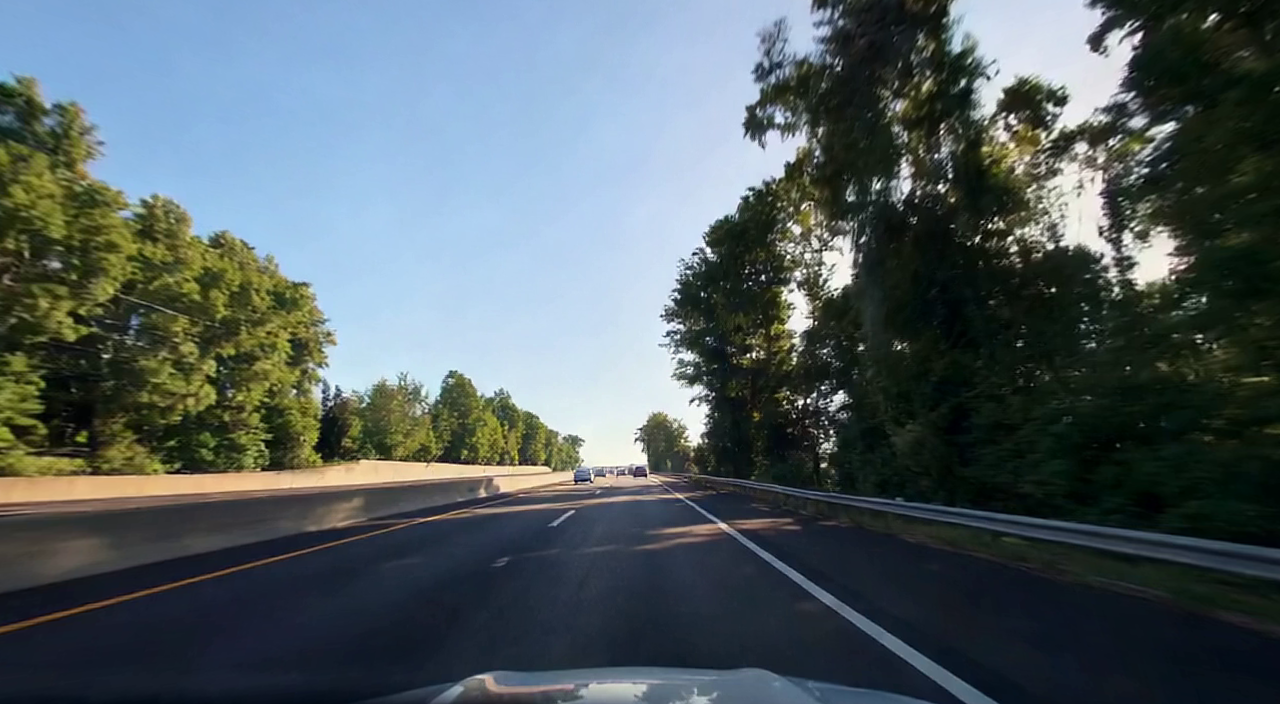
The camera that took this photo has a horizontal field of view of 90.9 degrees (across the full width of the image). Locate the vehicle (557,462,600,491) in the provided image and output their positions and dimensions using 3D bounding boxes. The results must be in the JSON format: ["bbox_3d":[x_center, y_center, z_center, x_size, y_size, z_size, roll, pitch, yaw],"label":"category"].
[{"bbox_3d":[-3.559,7.355,37.304,2.109,1.532,4.234,1,-11,0],"label":"vehicle"}]
